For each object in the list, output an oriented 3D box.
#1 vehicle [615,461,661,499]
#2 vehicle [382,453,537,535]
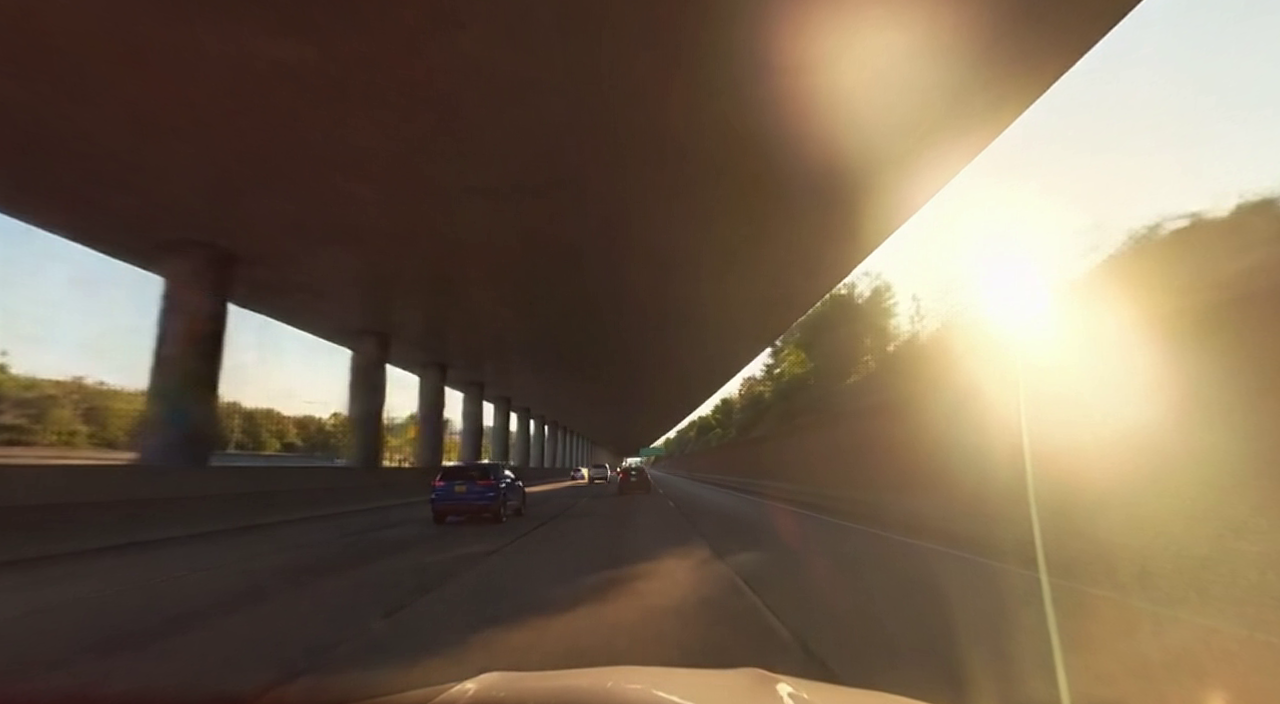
[{"bbox_3d":[-0.094,5.980,29.585,1.992,1.601,3.762,1,-10,-1],"label":"vehicle"},{"bbox_3d":[-3.871,3.170,14.524,2.102,1.521,4.687,1,-10,1],"label":"vehicle"}]
